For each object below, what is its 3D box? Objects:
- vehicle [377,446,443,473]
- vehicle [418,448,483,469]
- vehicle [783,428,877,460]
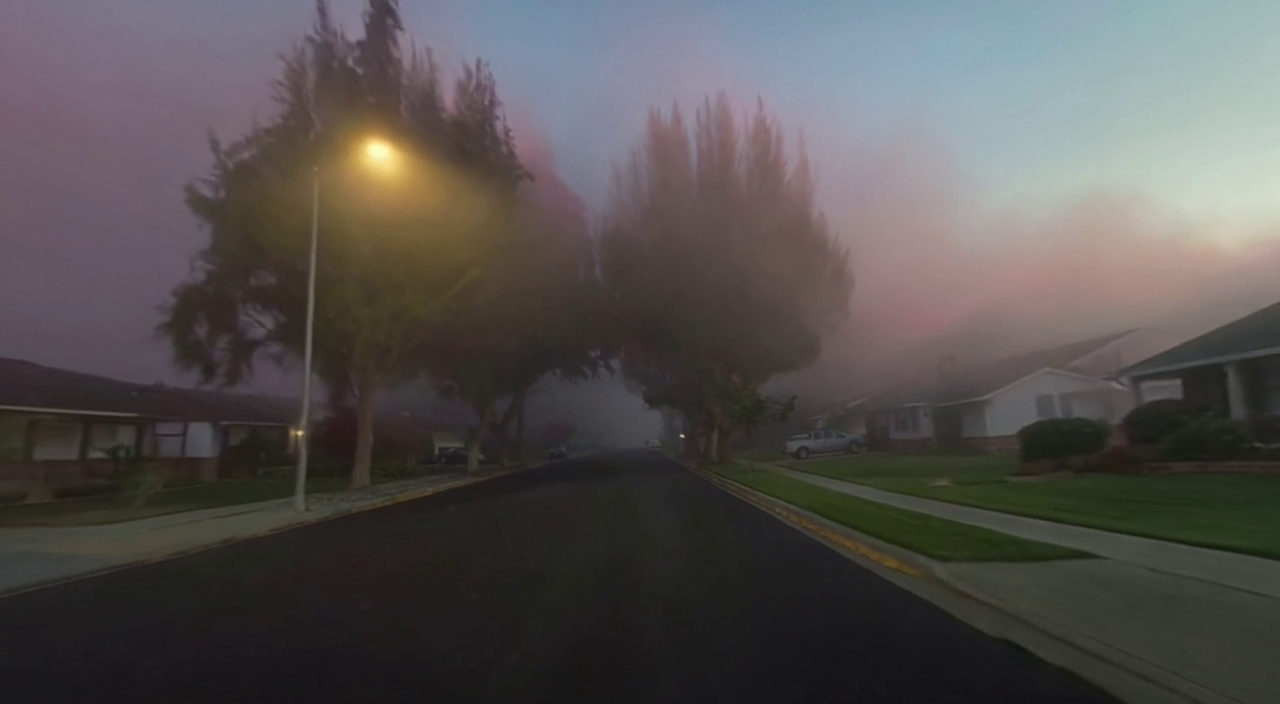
[{"bbox_3d":[-14.184,6.633,39.245,1.982,1.596,3.988,-2,-9,12],"label":"vehicle"},{"bbox_3d":[-14.524,8.178,48.593,4.285,1.483,1.954,0,-9,0],"label":"vehicle"},{"bbox_3d":[10.438,5.125,35.027,4.582,1.680,2.223,-1,-9,4],"label":"vehicle"}]
